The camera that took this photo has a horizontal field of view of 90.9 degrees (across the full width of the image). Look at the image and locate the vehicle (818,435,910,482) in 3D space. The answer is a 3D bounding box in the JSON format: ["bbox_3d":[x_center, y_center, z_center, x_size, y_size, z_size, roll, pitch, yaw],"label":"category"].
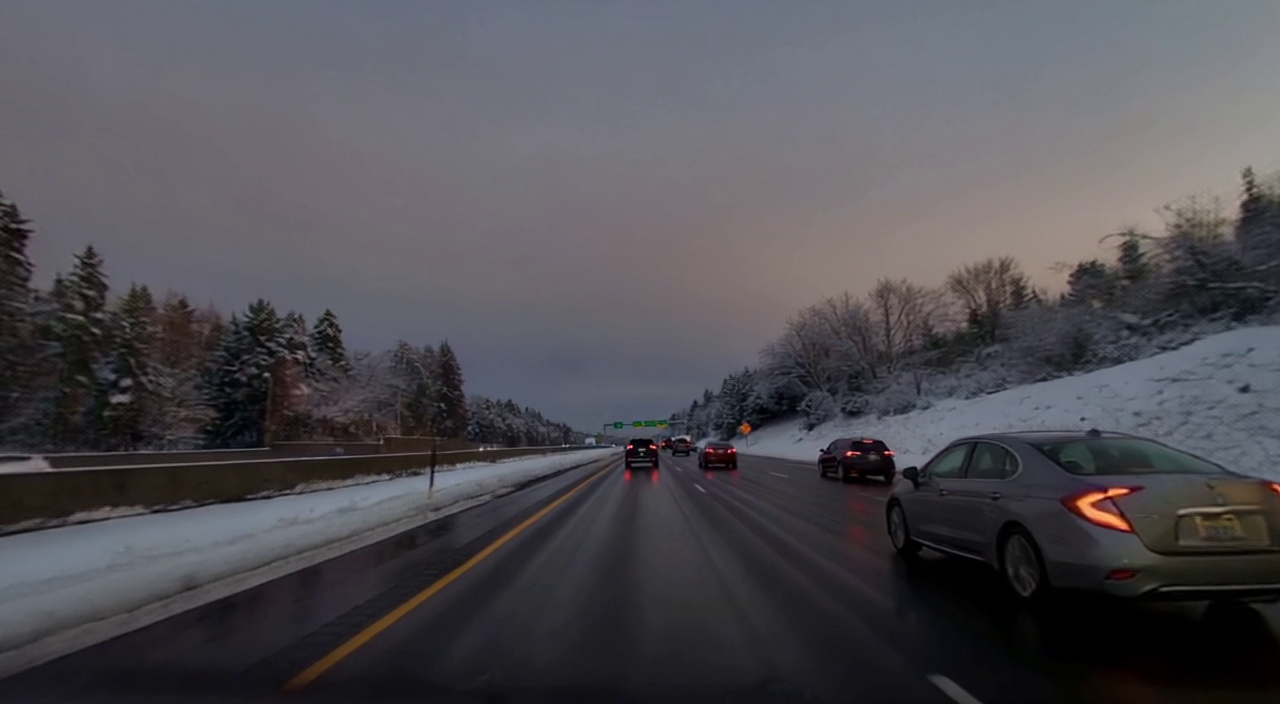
[{"bbox_3d":[8.034,3.847,23.067,1.810,1.516,4.183,-1,-8,0],"label":"vehicle"}]

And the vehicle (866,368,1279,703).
[{"bbox_3d":[3.700,1.213,5.232,2.003,1.661,4.418,-1,-8,0],"label":"vehicle"}]

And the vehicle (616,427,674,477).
[{"bbox_3d":[0.182,4.044,25.802,2.189,1.852,4.038,0,-8,0],"label":"vehicle"}]

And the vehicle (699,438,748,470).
[{"bbox_3d":[4.150,5.095,31.790,1.825,1.487,4.034,0,-8,-1],"label":"vehicle"}]
